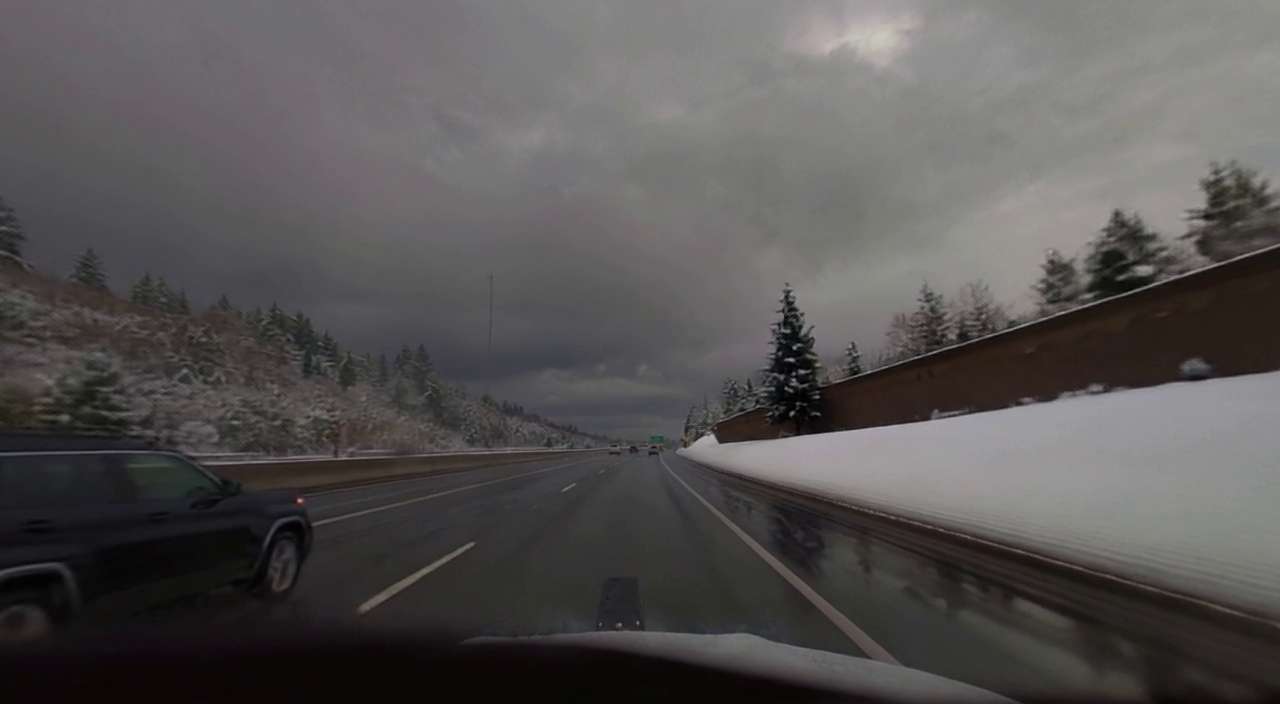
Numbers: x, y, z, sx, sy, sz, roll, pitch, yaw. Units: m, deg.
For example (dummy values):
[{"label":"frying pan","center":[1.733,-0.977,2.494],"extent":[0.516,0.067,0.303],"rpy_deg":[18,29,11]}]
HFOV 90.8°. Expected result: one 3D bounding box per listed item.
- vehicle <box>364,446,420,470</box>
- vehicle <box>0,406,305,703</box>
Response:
[{"label":"vehicle","center":[-17.456,7.465,44.620],"extent":[1.965,1.552,4.575],"rpy_deg":[-1,-9,2]},{"label":"vehicle","center":[-3.804,1.115,3.497],"extent":[1.991,1.507,3.391],"rpy_deg":[0,-9,0]}]
